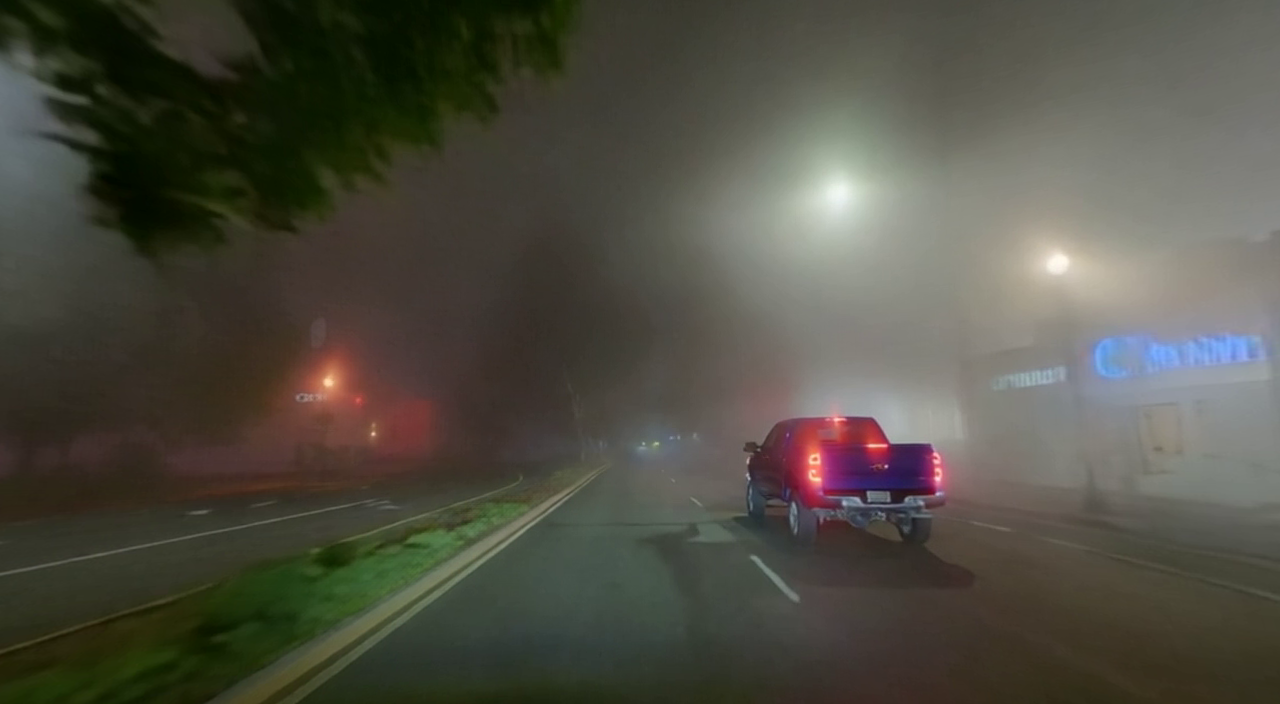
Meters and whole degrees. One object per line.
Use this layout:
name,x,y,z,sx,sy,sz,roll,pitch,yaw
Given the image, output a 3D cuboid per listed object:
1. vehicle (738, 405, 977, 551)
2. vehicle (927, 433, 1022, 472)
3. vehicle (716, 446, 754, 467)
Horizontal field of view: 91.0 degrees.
vehicle,3.166,1.992,10.689,2.085,1.828,5.383,0,-8,0
vehicle,15.892,4.817,30.252,1.952,1.691,4.743,0,-8,0
vehicle,7.205,7.984,48.321,2.108,1.503,5.000,0,-8,0
